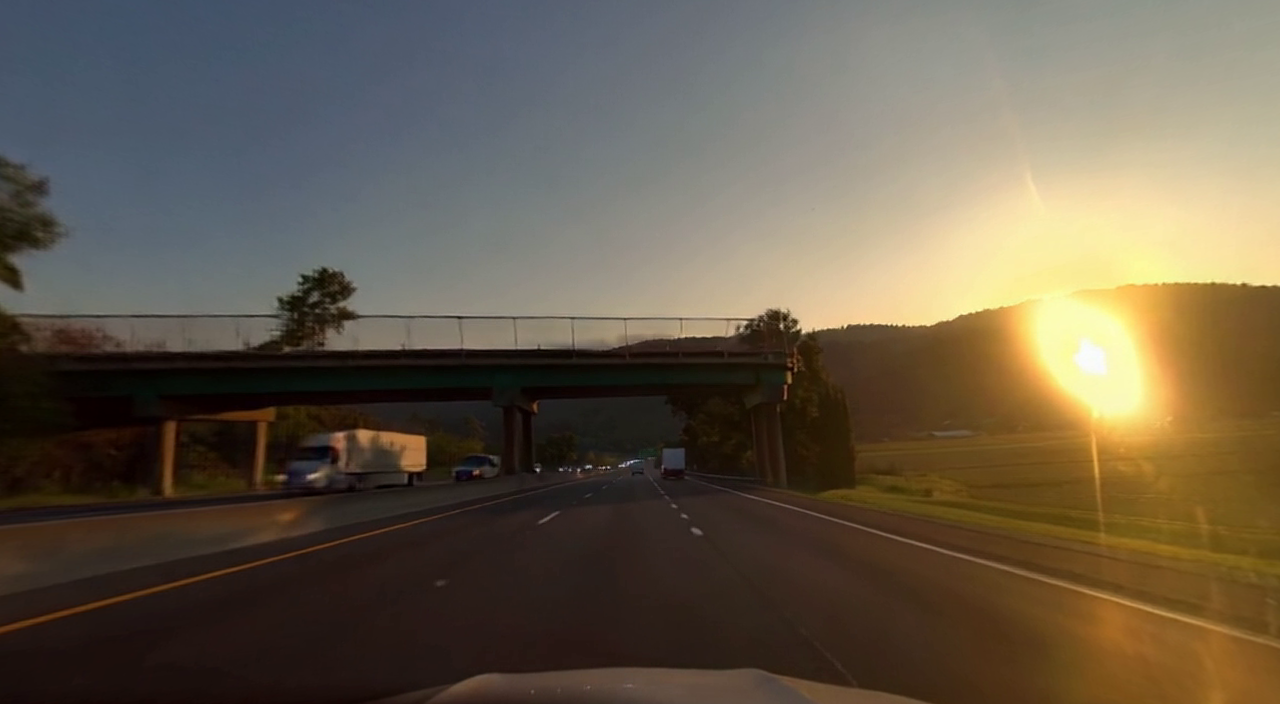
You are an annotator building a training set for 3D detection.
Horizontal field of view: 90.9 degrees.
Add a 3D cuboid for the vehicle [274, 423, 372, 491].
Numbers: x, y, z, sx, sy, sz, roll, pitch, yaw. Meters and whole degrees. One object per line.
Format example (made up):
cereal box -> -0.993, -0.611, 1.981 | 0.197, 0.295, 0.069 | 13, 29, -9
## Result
vehicle -> -20.021, 6.760, 40.286 | 2.955, 3.964, 5.878 | 1, -11, 0
